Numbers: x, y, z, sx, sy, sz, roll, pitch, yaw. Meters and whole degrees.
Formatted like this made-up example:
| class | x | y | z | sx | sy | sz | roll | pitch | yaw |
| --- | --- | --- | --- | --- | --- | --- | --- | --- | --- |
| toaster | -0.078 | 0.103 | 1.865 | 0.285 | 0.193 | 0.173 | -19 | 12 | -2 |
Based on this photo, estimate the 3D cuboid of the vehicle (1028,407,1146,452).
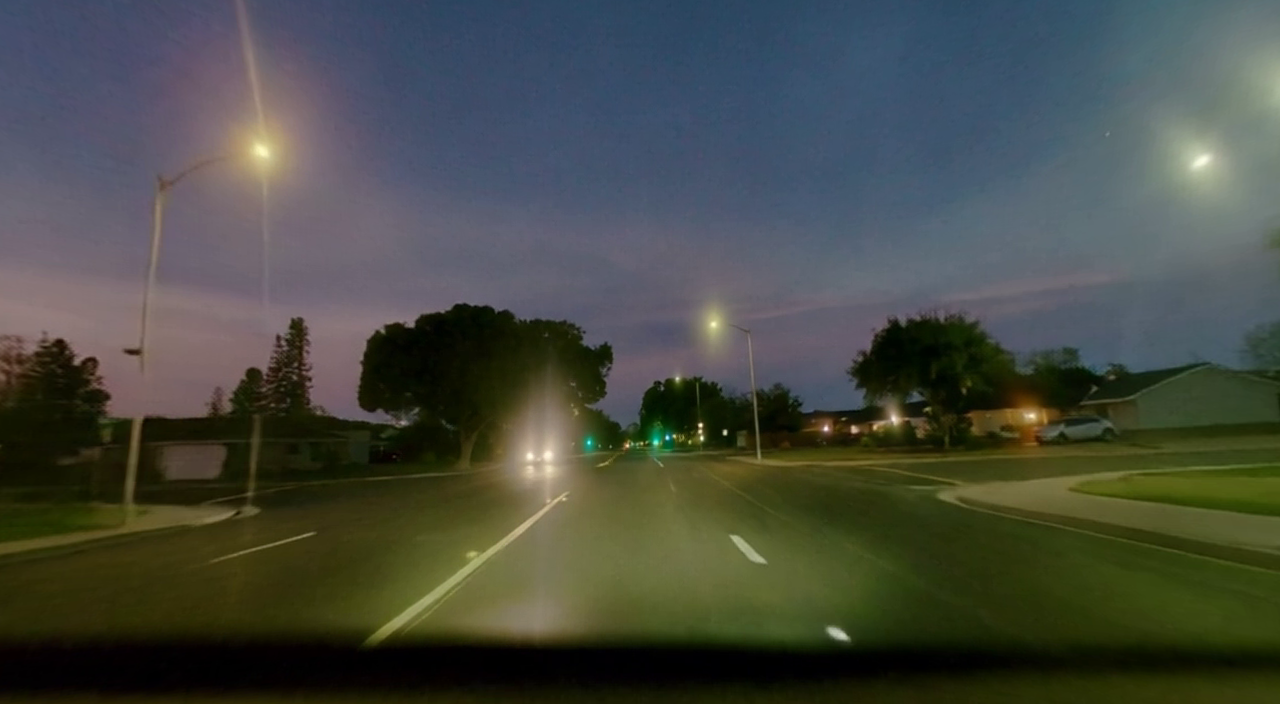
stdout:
| class | x | y | z | sx | sy | sz | roll | pitch | yaw |
| --- | --- | --- | --- | --- | --- | --- | --- | --- | --- |
| vehicle | 28.527 | 4.983 | 40.490 | 5.564 | 2.741 | 2.347 | -1 | -9 | 4 |

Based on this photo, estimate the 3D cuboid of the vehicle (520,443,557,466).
| class | x | y | z | sx | sy | sz | roll | pitch | yaw |
| --- | --- | --- | --- | --- | --- | --- | --- | --- | --- |
| vehicle | -7.696 | 7.800 | 48.410 | 2.130 | 1.635 | 4.505 | 0 | -9 | 0 |
